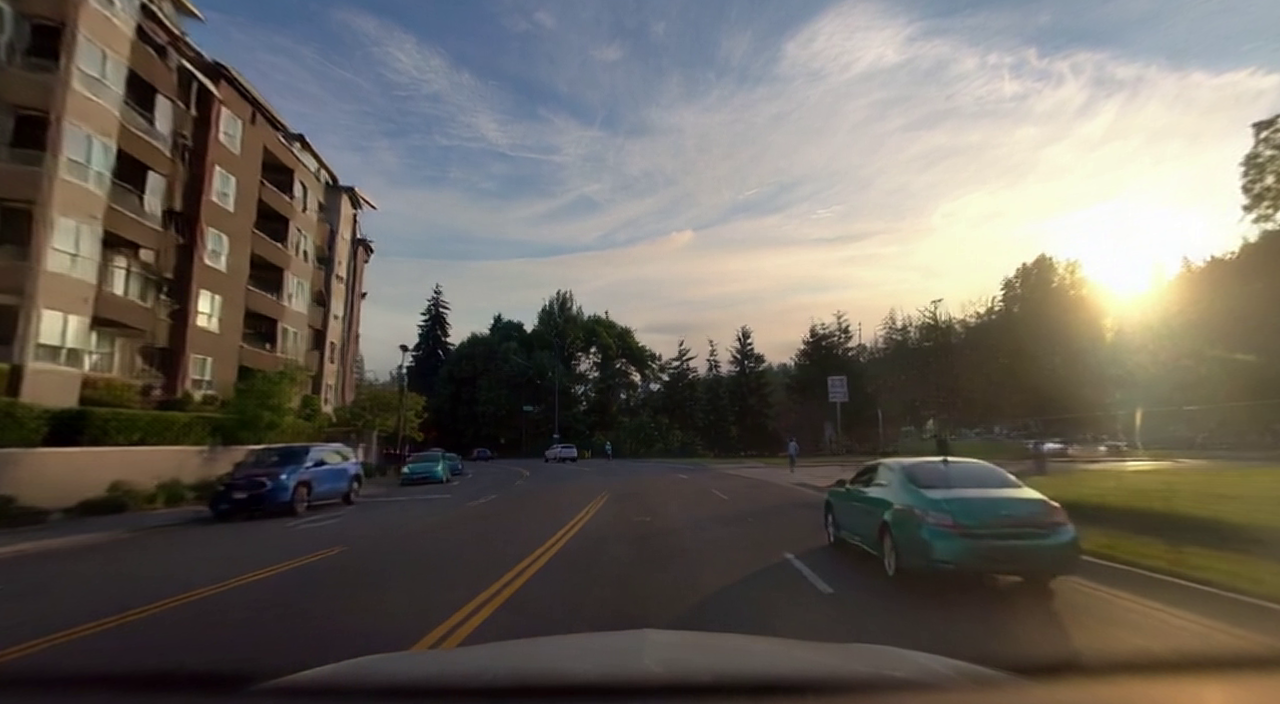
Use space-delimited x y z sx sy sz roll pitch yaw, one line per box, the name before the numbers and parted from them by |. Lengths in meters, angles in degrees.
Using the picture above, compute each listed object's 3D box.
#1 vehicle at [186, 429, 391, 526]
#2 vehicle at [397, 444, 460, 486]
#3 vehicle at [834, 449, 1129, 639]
vehicle | -8.625 3.109 16.149 2.347 1.846 4.915 -6 -9 1
vehicle | -9.243 4.941 27.903 1.994 1.697 4.436 1 -9 -10
vehicle | 2.961 1.680 6.061 1.559 1.351 2.452 1 -11 4
